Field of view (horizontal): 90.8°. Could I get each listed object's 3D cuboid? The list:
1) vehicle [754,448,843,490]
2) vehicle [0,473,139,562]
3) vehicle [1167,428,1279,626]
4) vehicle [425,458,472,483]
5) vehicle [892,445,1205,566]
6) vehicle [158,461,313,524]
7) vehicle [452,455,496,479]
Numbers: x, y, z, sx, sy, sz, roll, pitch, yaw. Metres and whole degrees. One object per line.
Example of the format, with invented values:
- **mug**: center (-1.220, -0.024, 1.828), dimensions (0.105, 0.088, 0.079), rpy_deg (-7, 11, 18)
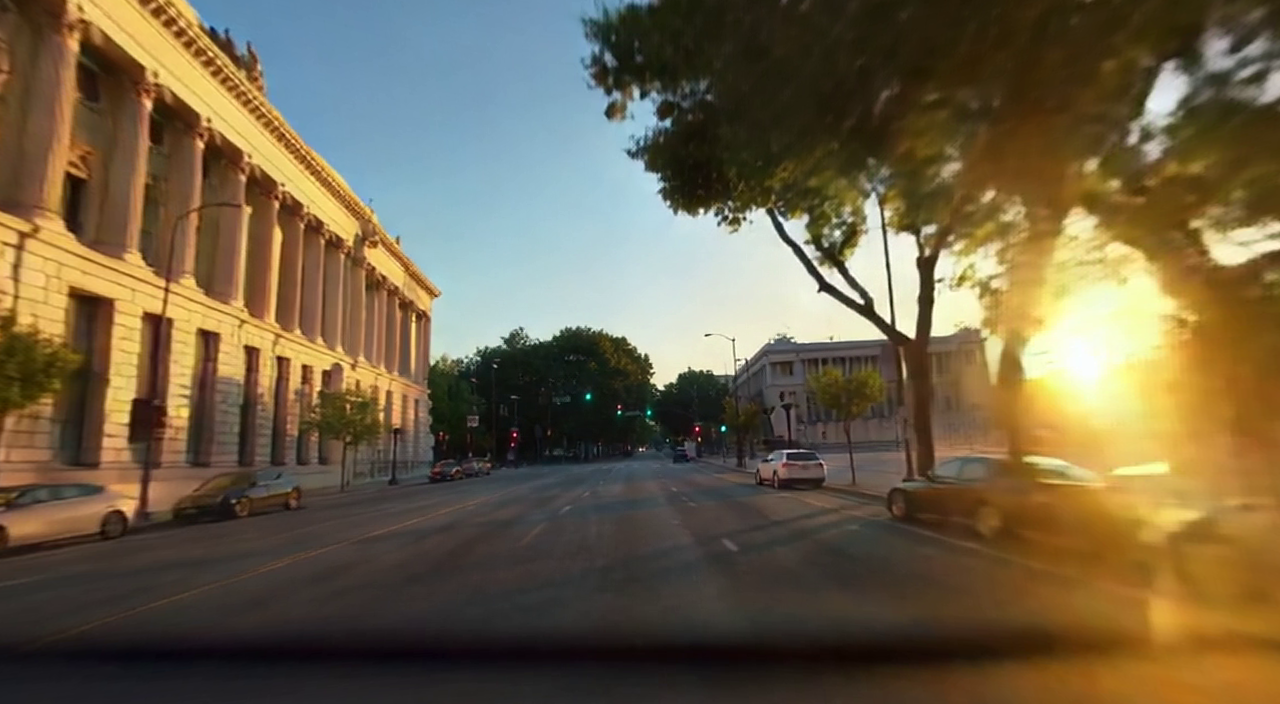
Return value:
- **vehicle**: center (5.997, 4.456, 24.556), dimensions (2.091, 1.445, 4.678), rpy_deg (0, -9, -2)
- **vehicle**: center (-12.611, 3.251, 12.539), dimensions (1.828, 1.462, 4.421), rpy_deg (0, -9, -2)
- **vehicle**: center (5.843, 1.123, 3.434), dimensions (1.849, 1.491, 4.626), rpy_deg (0, -8, -2)
- **vehicle**: center (-12.676, 7.887, 42.159), dimensions (1.767, 1.455, 4.389), rpy_deg (0, -9, 0)
- **vehicle**: center (5.816, 2.176, 9.847), dimensions (1.869, 1.430, 4.365), rpy_deg (0, -9, -1)
- **vehicle**: center (-12.614, 4.352, 20.163), dimensions (1.911, 1.558, 4.793), rpy_deg (-3, -9, -2)
- **vehicle**: center (-12.889, 8.919, 49.387), dimensions (2.011, 1.668, 5.474), rpy_deg (0, -9, 0)
